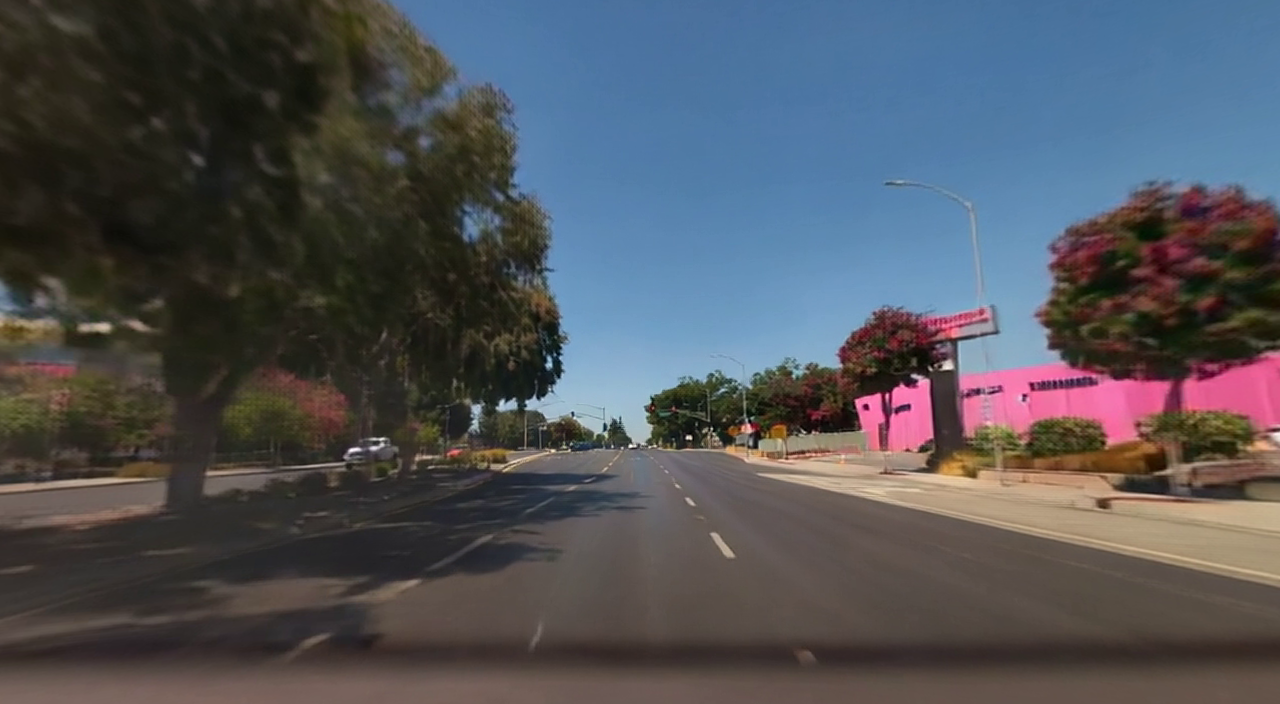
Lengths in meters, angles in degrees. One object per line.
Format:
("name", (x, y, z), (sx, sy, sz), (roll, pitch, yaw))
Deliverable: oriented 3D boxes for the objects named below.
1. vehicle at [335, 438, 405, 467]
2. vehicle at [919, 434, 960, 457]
("vehicle", (-18.388, 6.885, 43.362), (2.204, 1.821, 5.864), (0, -8, 0))
("vehicle", (23.096, 7.222, 48.711), (1.815, 1.618, 4.383), (-2, -9, 12))
